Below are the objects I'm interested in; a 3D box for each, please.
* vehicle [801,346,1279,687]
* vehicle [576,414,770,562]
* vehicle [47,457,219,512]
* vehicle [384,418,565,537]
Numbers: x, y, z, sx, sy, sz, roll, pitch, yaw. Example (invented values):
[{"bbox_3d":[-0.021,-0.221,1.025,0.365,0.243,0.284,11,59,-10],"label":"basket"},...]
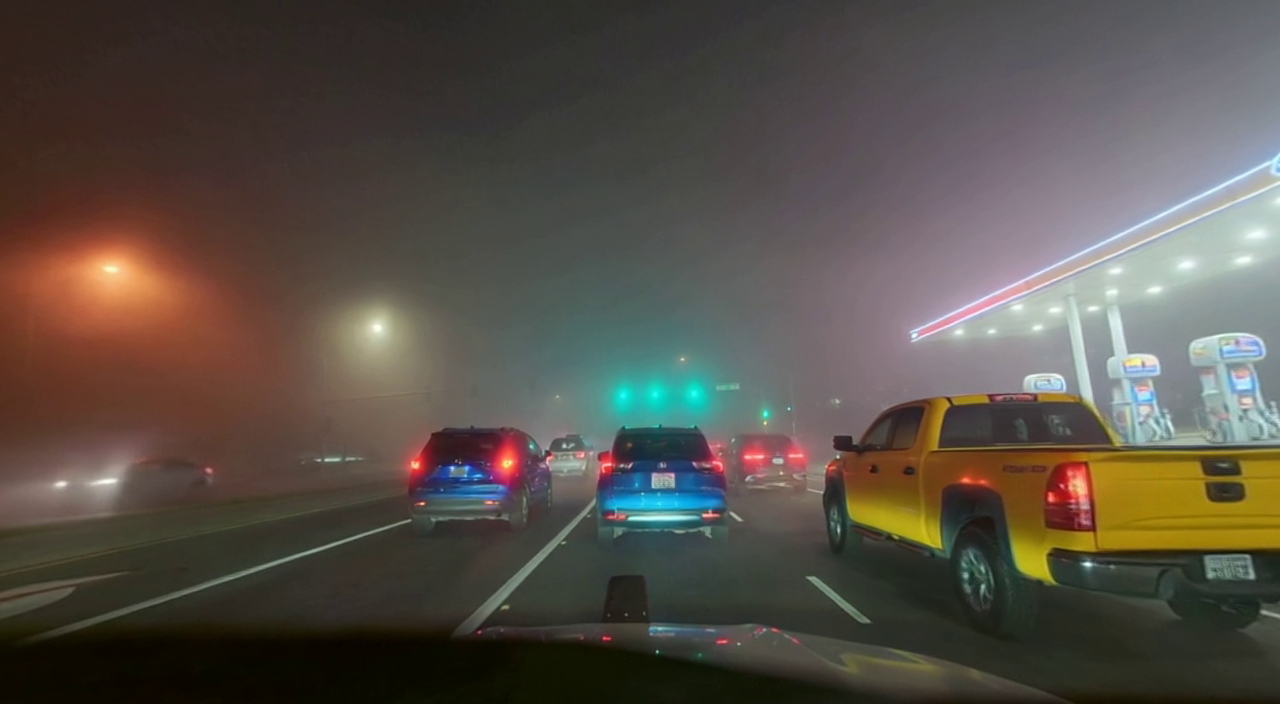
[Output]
[{"bbox_3d":[3.411,1.285,6.197,2.161,1.868,5.321,0,-8,-1],"label":"vehicle"},{"bbox_3d":[0.363,1.841,9.231,2.181,1.650,4.083,0,-8,0],"label":"vehicle"},{"bbox_3d":[-15.879,4.126,20.120,1.808,1.457,4.381,0,-8,1],"label":"vehicle"},{"bbox_3d":[-2.705,2.166,11.504,2.019,1.731,4.299,0,-8,1],"label":"vehicle"}]
